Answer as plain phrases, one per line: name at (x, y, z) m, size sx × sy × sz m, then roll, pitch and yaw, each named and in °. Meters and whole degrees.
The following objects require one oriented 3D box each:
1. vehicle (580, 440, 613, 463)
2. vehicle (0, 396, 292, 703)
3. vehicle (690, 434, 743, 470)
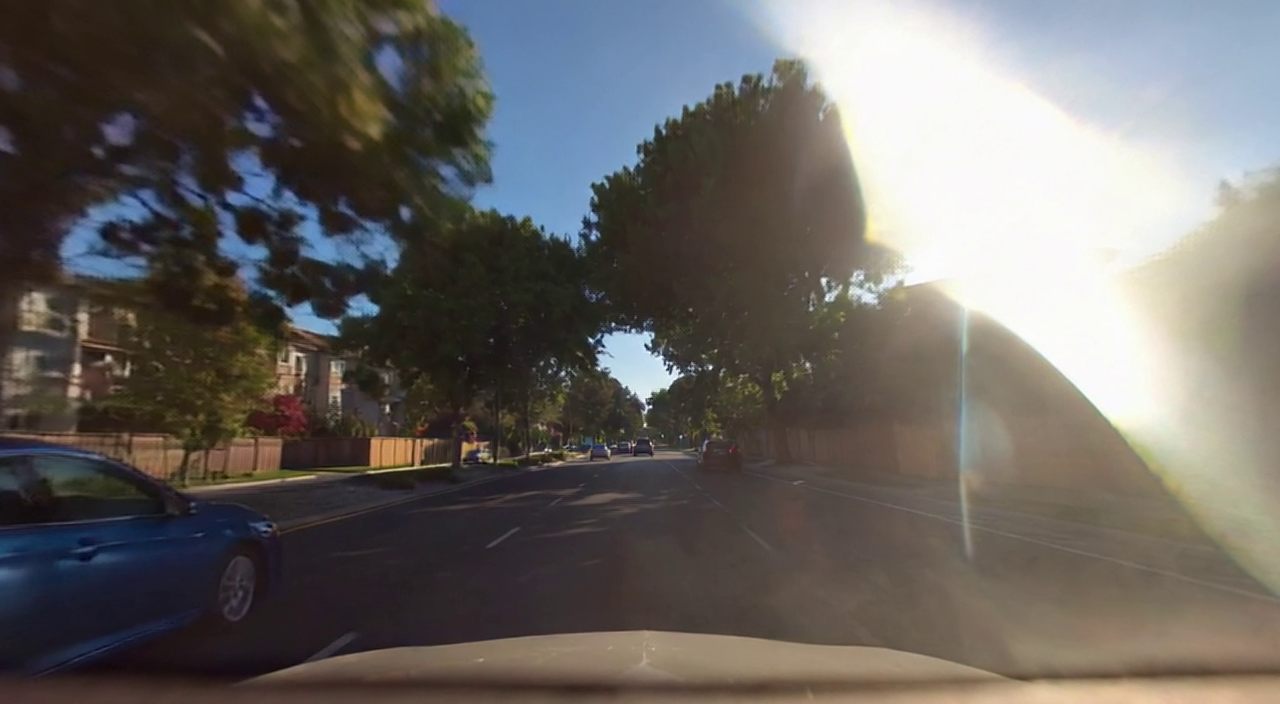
vehicle at (-2.959, 6.858, 43.560) m, size 1.940 × 1.473 × 4.133 m, roll -1°, pitch -8°, yaw 1°
vehicle at (-3.659, 0.873, 2.077) m, size 2.091 × 1.503 × 4.989 m, roll -1°, pitch -8°, yaw 1°
vehicle at (3.851, 5.133, 32.467) m, size 2.182 × 1.688 × 4.187 m, roll 0°, pitch -8°, yaw -1°
